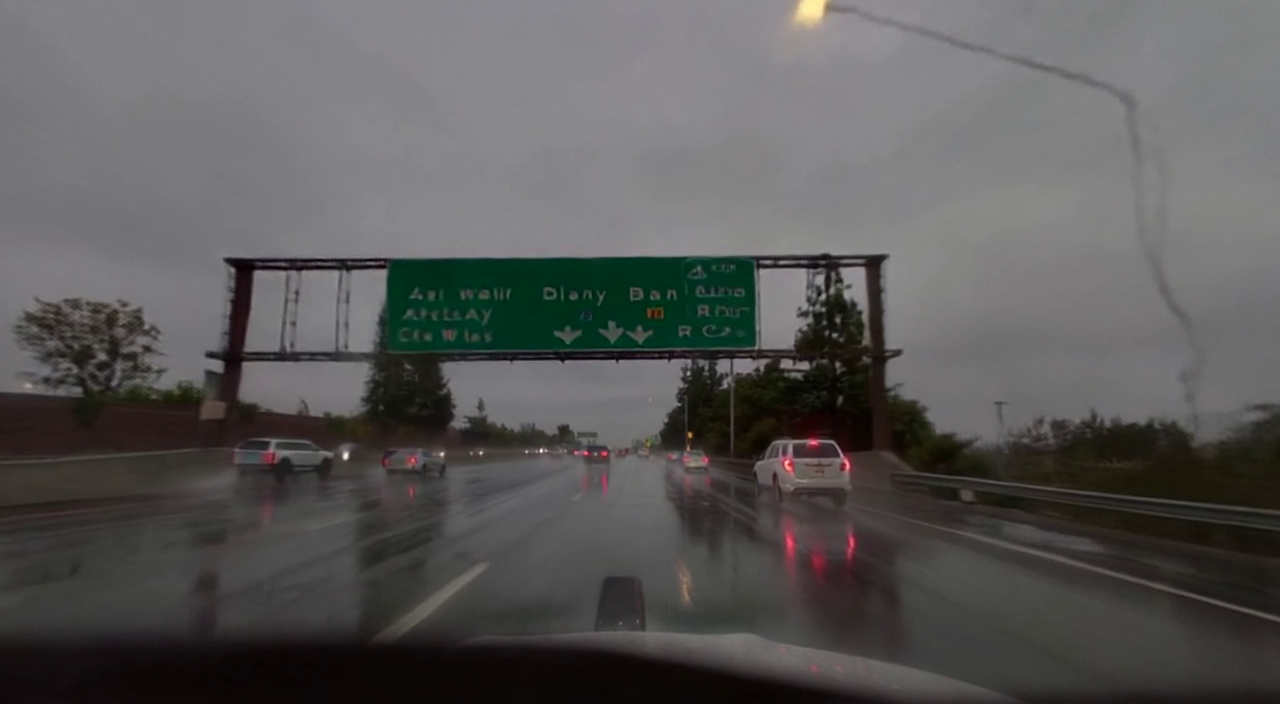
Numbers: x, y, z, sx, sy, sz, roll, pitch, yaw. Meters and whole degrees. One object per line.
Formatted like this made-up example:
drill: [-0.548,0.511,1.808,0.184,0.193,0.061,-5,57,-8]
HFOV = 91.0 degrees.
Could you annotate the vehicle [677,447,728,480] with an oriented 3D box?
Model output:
vehicle: [3.051,5.536,31.520,2.126,1.529,4.438,0,-9,1]

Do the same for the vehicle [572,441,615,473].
vehicle: [-2.967,6.866,41.383,2.449,1.929,5.503,0,-9,0]

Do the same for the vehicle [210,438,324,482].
vehicle: [-16.858,4.882,28.858,2.181,1.819,4.830,0,-9,1]

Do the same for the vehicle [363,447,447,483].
vehicle: [-10.461,5.061,28.473,1.974,1.472,4.684,0,-9,0]

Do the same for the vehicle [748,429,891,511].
vehicle: [4.321,2.939,16.178,2.218,1.776,4.807,0,-9,0]
